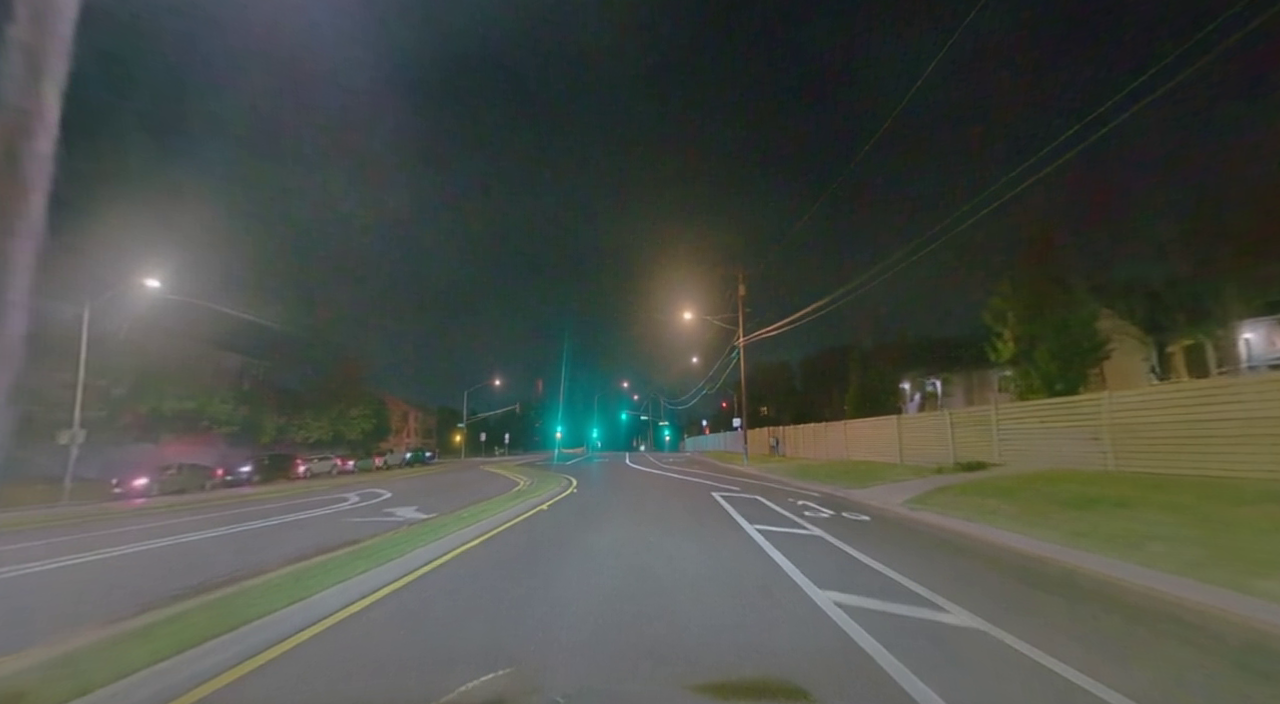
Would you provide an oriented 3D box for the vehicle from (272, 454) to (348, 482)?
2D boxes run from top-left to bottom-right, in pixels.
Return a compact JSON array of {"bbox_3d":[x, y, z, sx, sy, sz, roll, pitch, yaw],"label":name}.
[{"bbox_3d":[-21.359,7.505,41.094,1.954,1.575,5.225,0,-8,2],"label":"vehicle"}]

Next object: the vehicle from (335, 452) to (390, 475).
[{"bbox_3d":[-21.198,8.530,48.406,1.883,1.506,4.863,1,-8,2],"label":"vehicle"}]

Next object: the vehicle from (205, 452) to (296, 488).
[{"bbox_3d":[-21.557,6.496,35.160,1.974,1.704,4.628,1,-8,2],"label":"vehicle"}]

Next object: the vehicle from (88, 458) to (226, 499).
[{"bbox_3d":[-21.560,5.645,28.491,1.919,1.497,5.140,-1,-8,4],"label":"vehicle"}]
